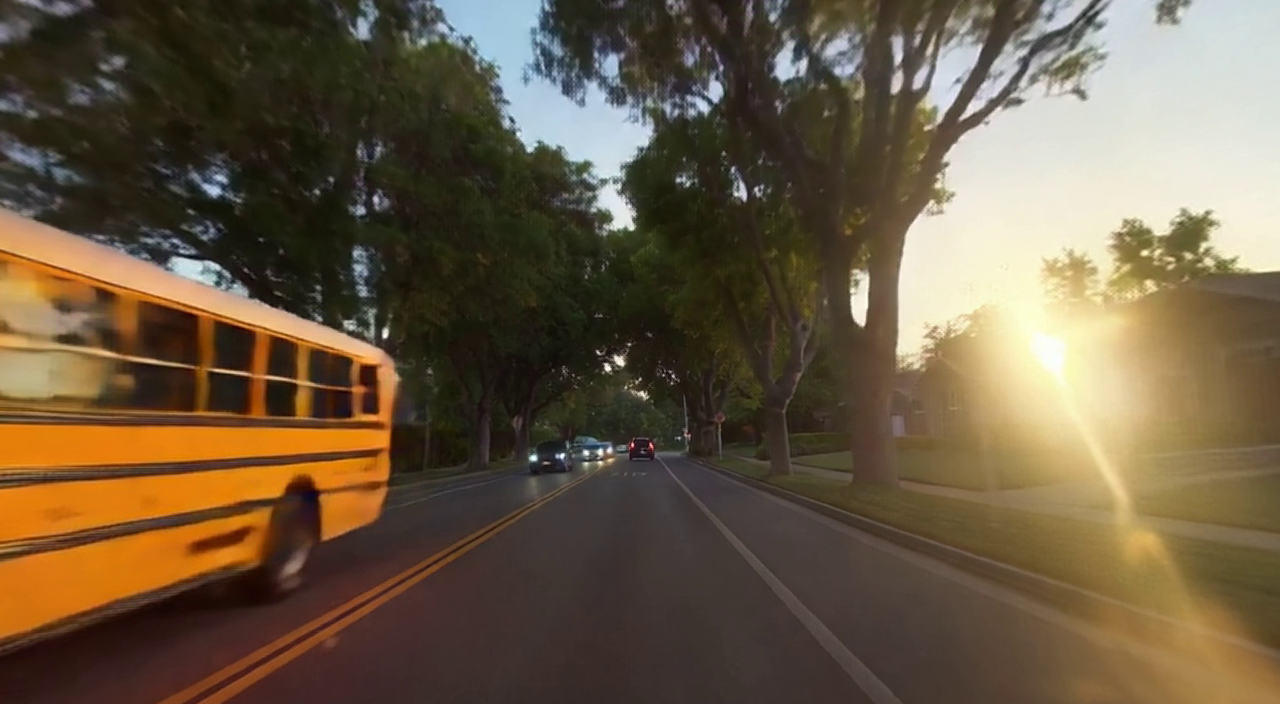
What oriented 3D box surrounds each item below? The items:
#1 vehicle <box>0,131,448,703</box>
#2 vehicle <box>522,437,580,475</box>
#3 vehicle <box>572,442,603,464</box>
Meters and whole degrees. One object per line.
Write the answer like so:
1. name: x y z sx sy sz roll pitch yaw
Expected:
1. vehicle: -4.340 0.634 4.306 2.966 2.818 9.113 0 -8 1
2. vehicle: -4.232 5.037 30.726 2.069 1.707 4.385 0 -8 1
3. vehicle: -3.944 7.608 47.640 1.905 1.510 4.172 0 -8 1
